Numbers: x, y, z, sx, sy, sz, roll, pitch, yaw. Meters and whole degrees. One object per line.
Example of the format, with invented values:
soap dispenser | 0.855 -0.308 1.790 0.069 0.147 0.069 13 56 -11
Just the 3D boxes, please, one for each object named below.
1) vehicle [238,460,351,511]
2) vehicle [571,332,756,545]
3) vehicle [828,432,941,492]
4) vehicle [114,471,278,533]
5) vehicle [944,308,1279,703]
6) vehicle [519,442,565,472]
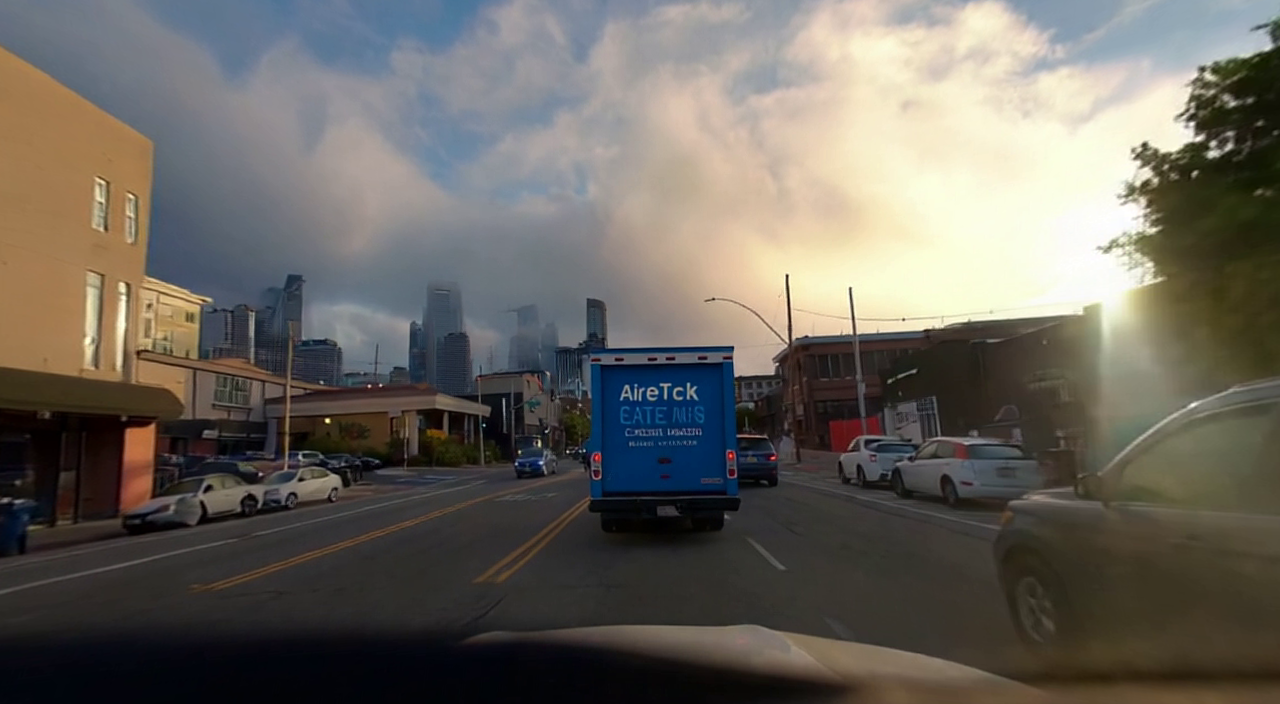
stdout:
vehicle | -13.383 5.151 24.684 1.943 1.682 4.365 0 -9 0
vehicle | 0.221 1.631 11.787 2.517 2.926 6.177 0 -9 -2
vehicle | 7.586 3.442 19.996 1.946 1.680 4.270 0 -9 1
vehicle | -13.488 4.540 19.497 1.901 1.508 4.405 0 -9 -1
vehicle | 3.406 0.785 2.577 2.104 1.786 4.498 0 -9 1
vehicle | -5.993 6.462 38.806 2.046 1.711 4.320 0 -9 1
